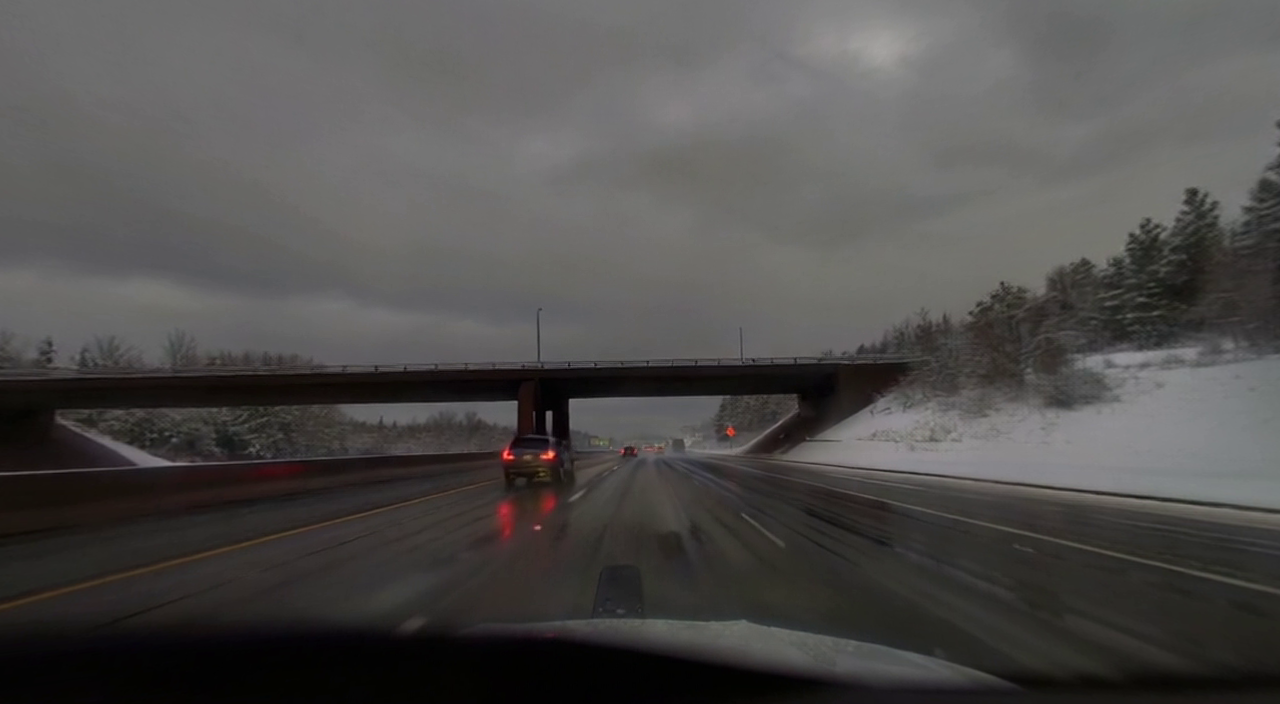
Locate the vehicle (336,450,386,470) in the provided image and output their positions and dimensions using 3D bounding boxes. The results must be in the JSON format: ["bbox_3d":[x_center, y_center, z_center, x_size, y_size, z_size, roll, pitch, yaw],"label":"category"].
[{"bbox_3d":[-21.388,8.297,48.542,1.812,1.445,4.165,-1,-9,2],"label":"vehicle"}]

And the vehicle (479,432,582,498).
[{"bbox_3d":[-3.137,3.367,19.124,2.181,1.730,4.517,0,-9,2],"label":"vehicle"}]
